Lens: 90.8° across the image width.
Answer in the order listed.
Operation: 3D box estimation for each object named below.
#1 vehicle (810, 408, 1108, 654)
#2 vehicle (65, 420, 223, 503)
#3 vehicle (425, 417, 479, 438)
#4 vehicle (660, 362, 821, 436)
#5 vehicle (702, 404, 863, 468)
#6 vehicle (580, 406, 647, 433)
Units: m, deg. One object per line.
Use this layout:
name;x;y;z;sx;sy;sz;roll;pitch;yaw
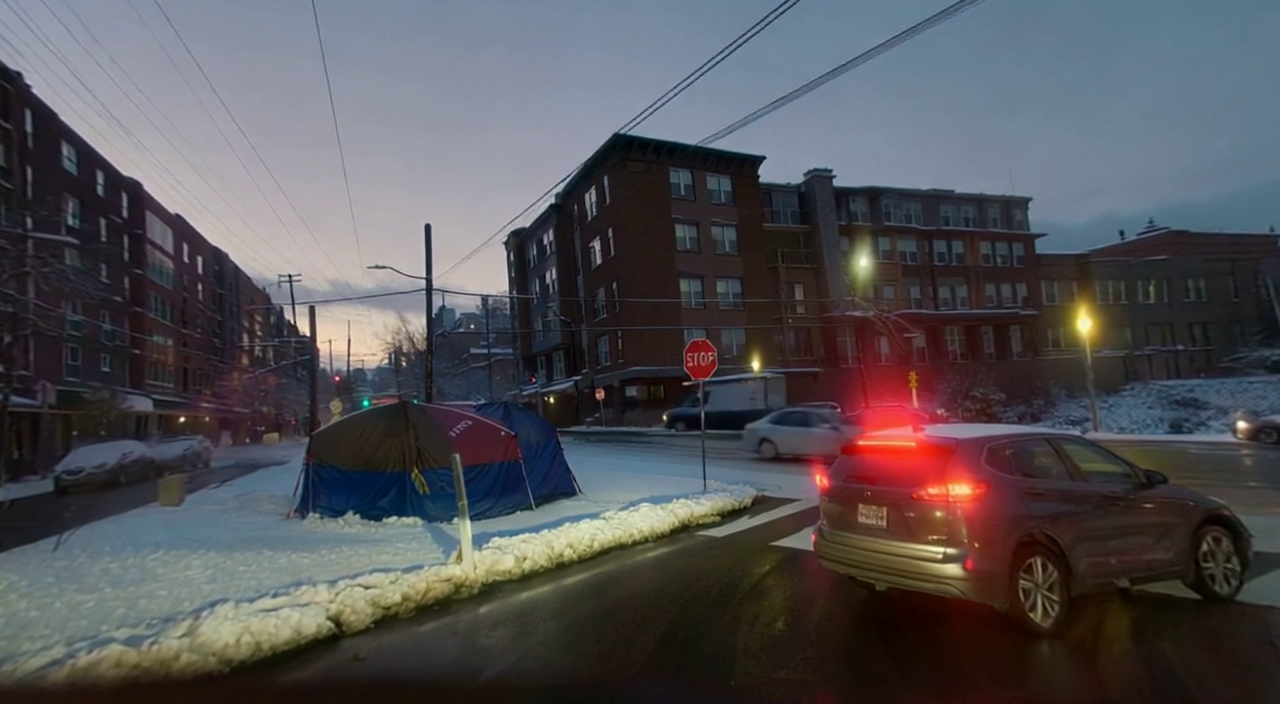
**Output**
vehicle;3.409;1.541;6.603;1.945;1.647;4.160;-6;-10;32
vehicle;-12.259;2.701;15.980;1.987;1.686;3.971;-1;-8;-21
vehicle;-14.434;5.820;48.387;2.089;1.506;4.641;7;-11;-41
vehicle;4.551;2.399;29.801;7.172;3.075;2.584;-7;-10;41
vehicle;4.218;2.571;19.107;4.320;1.724;1.870;-7;-11;40
vehicle;-1.734;4.293;39.827;1.790;1.468;4.422;7;-11;-41
